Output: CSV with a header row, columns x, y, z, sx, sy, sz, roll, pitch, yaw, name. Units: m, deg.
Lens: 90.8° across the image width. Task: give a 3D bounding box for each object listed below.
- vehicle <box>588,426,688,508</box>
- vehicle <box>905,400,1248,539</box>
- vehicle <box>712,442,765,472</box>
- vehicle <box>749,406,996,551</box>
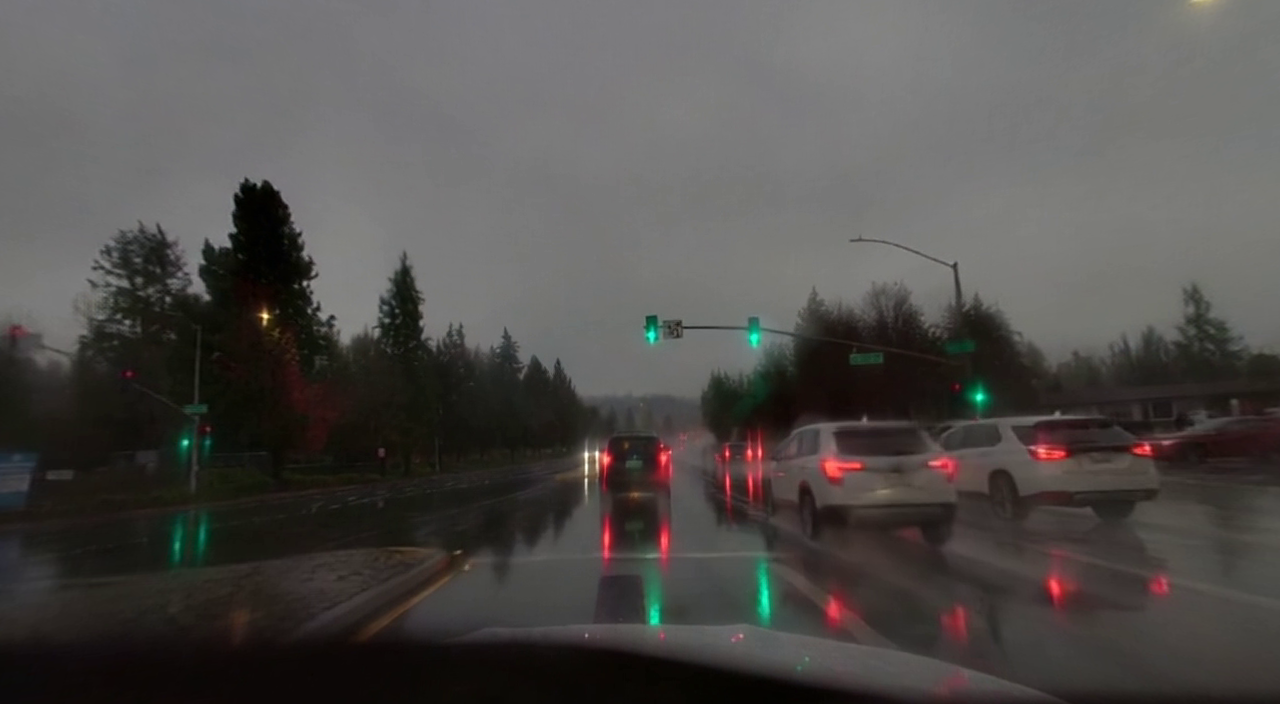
x,y,z,sx,sy,sz,roll,pitch,yaw,name
-0.087,3.020,16.938,2.353,1.894,4.122,0,-9,-1,vehicle
7.095,2.005,11.342,2.251,1.873,5.346,0,-9,-1,vehicle
6.220,6.720,40.639,2.440,1.775,4.791,0,-9,-2,vehicle
3.344,1.965,10.509,2.057,1.788,5.216,0,-9,-1,vehicle
